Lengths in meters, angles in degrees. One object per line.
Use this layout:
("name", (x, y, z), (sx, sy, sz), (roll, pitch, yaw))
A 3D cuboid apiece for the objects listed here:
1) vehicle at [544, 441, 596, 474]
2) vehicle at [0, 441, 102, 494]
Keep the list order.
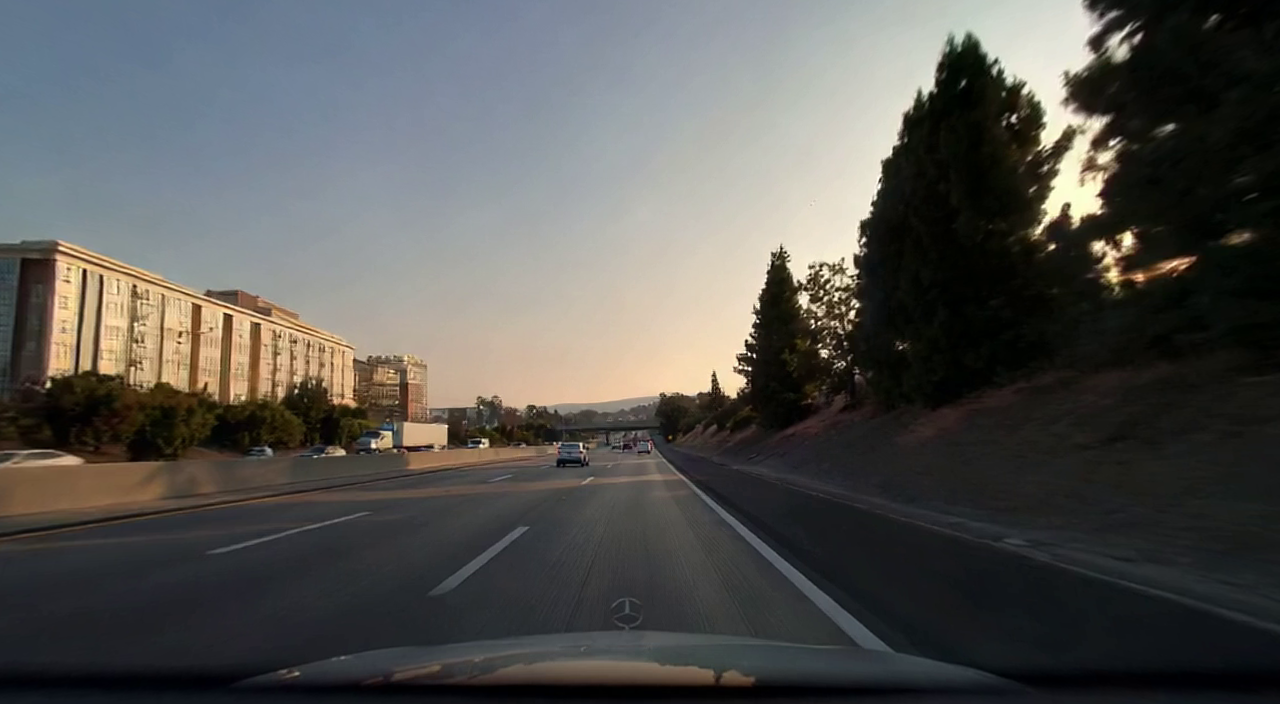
("vehicle", (-3.247, 4.973, 29.970), (1.926, 1.464, 4.186), (0, -8, 1))
("vehicle", (-23.373, 4.265, 23.528), (2.153, 1.818, 4.831), (0, -8, 2))
